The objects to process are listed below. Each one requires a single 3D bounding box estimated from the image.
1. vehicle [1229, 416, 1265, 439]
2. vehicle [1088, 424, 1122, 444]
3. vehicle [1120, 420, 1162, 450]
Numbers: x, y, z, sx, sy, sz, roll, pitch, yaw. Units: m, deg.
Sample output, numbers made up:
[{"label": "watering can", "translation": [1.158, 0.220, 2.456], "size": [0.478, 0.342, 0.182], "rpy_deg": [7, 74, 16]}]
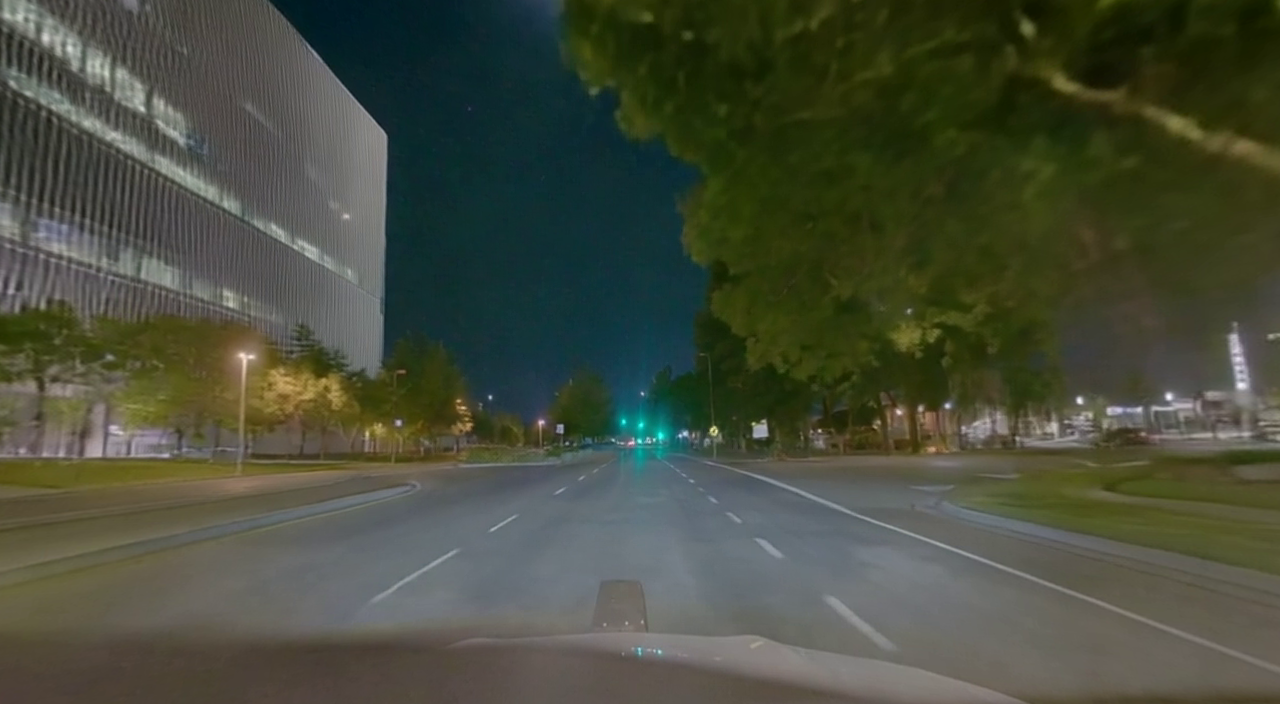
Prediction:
[{"label": "vehicle", "translation": [41.970, 5.217, 43.605], "size": [1.545, 1.512, 3.318], "rpy_deg": [-4, -7, 41]}, {"label": "vehicle", "translation": [35.334, 6.233, 47.872], "size": [1.828, 1.443, 3.905], "rpy_deg": [-6, -9, 38]}, {"label": "vehicle", "translation": [32.318, 5.400, 40.602], "size": [1.856, 1.730, 4.156], "rpy_deg": [-9, -13, 38]}]
